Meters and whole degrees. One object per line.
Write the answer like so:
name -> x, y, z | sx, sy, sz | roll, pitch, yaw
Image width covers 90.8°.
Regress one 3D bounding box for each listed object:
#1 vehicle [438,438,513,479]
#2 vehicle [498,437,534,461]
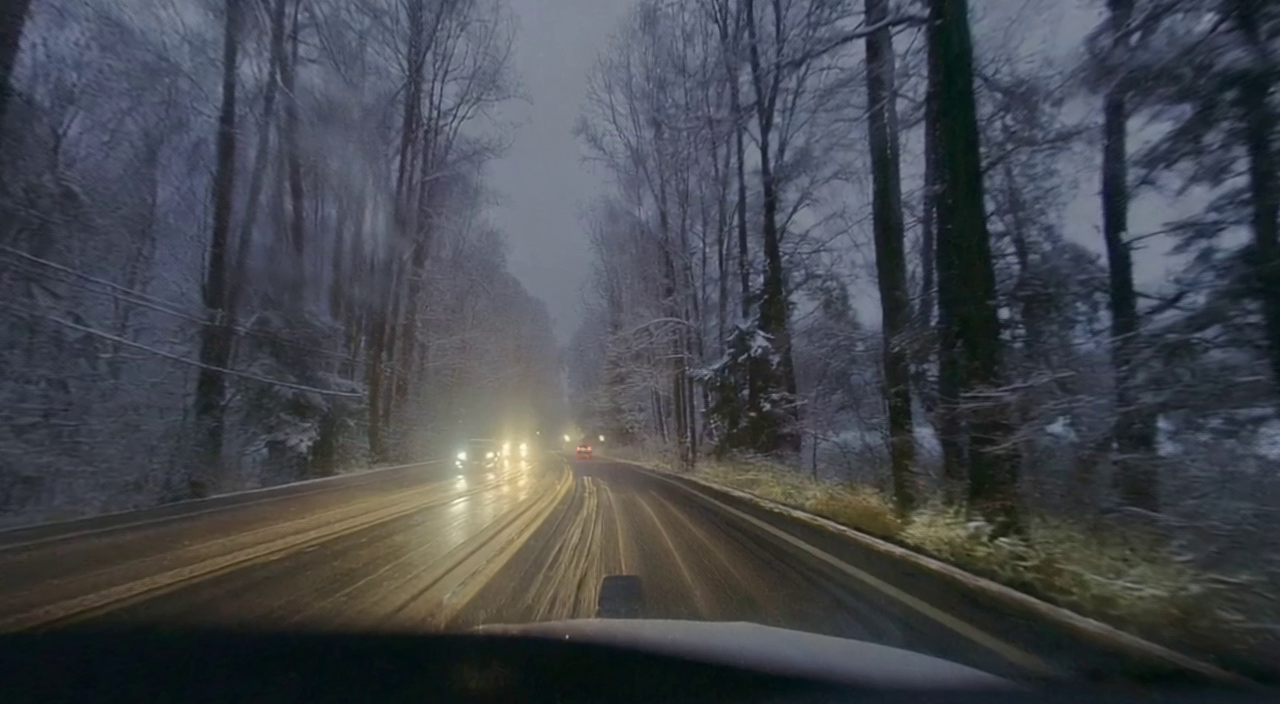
vehicle -> -6.601, 4.298, 25.818 | 2.139, 1.498, 4.453 | 0, -8, -4
vehicle -> -9.725, 7.659, 49.905 | 2.318, 1.754, 4.328 | 1, -9, -6
